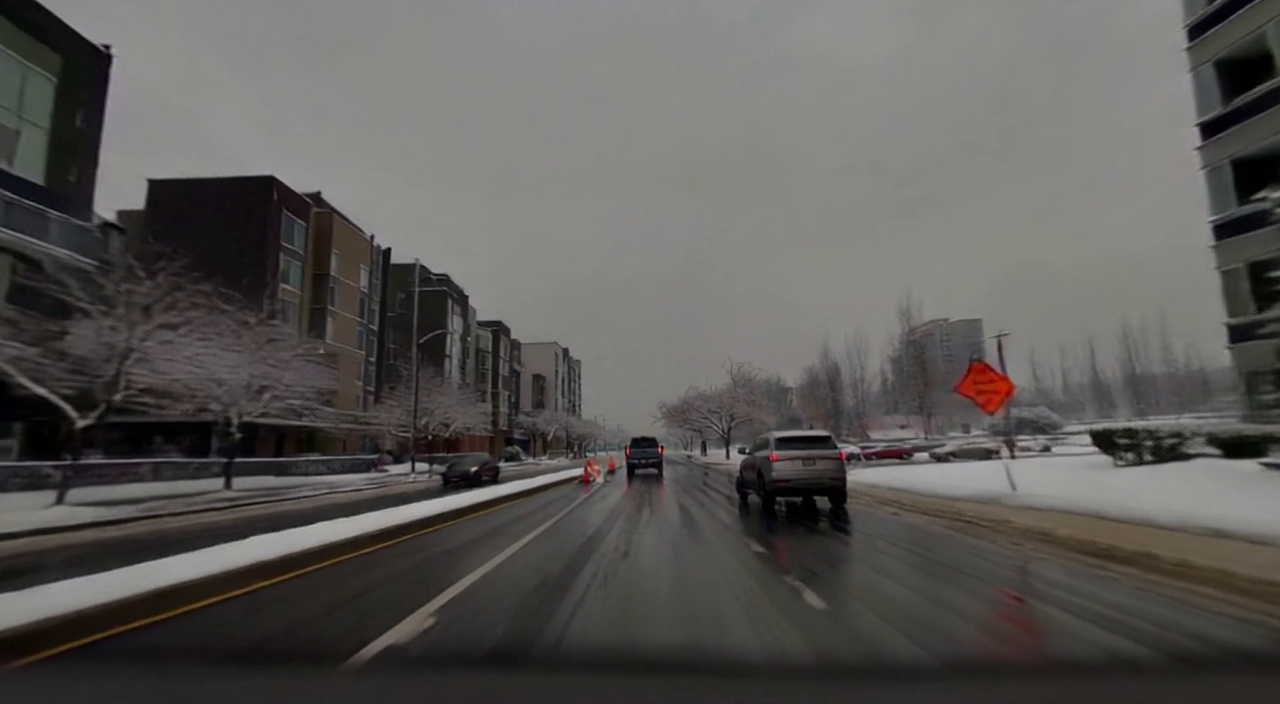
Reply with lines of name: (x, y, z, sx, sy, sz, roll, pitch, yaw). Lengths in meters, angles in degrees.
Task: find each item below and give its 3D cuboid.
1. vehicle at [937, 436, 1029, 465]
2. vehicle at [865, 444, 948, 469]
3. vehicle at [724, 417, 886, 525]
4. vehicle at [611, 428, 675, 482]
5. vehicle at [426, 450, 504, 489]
vehicle: (22.102, 6.339, 40.577, 4.629, 1.756, 2.124, 0, -8, -2)
vehicle: (17.010, 6.651, 40.146, 4.568, 1.478, 1.900, 2, -9, -13)
vehicle: (3.183, 2.441, 13.512, 2.120, 1.828, 5.531, -1, -8, 2)
vehicle: (0.181, 5.020, 30.904, 2.762, 2.309, 6.723, 0, -9, 1)
vehicle: (-7.363, 4.979, 26.870, 1.891, 1.496, 4.144, -1, -9, 4)
